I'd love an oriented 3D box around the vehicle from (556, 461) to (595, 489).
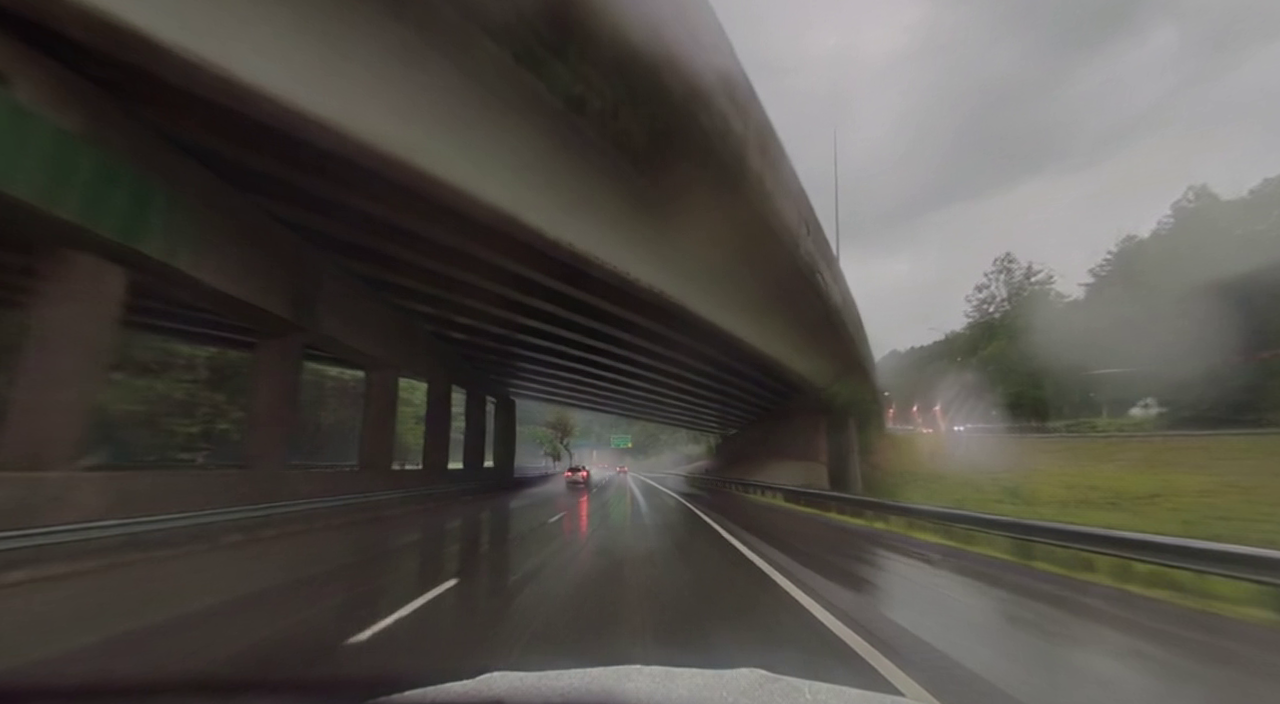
[{"bbox_3d":[-4.452,8.607,44.126,2.286,1.757,5.057,1,-11,-1],"label":"vehicle"}]
